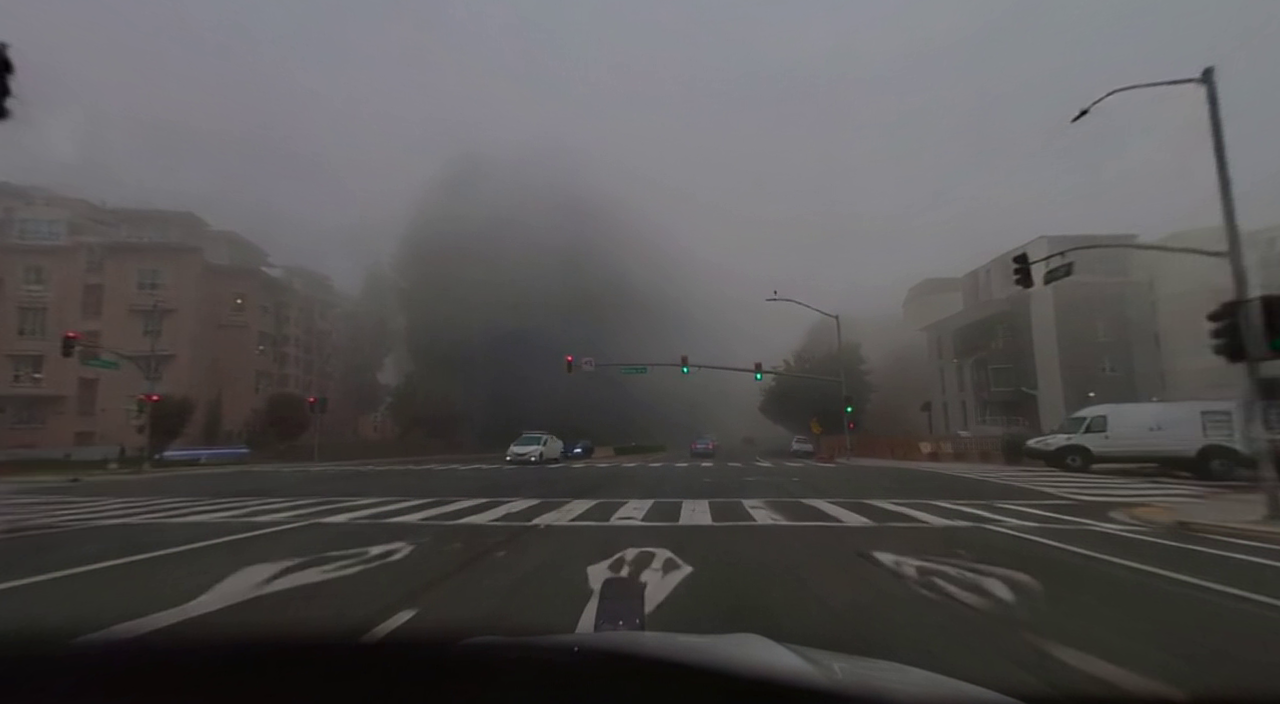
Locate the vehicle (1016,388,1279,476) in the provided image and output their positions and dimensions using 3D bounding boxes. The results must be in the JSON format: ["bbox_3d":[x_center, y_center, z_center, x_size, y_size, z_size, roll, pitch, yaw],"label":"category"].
[{"bbox_3d":[23.465,3.424,26.712,12.701,3.428,3.061,-1,-9,5],"label":"vehicle"}]

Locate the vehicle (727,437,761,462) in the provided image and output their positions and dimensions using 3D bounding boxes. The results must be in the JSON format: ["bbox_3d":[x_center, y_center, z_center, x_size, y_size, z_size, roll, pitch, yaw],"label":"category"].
[{"bbox_3d":[7.487,6.989,45.389,2.255,1.708,4.328,-2,-9,9],"label":"vehicle"}]

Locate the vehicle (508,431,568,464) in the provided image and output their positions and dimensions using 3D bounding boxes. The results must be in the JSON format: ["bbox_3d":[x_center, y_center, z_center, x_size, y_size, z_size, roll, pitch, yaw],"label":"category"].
[{"bbox_3d":[-6.278,5.977,39.416,2.296,1.798,5.303,-5,-9,6],"label":"vehicle"}]

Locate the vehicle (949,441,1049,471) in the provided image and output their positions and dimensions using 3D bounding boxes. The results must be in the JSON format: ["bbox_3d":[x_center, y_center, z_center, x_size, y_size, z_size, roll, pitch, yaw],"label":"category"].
[{"bbox_3d":[20.041,5.771,35.353,4.580,1.557,2.023,-6,-11,35],"label":"vehicle"}]
